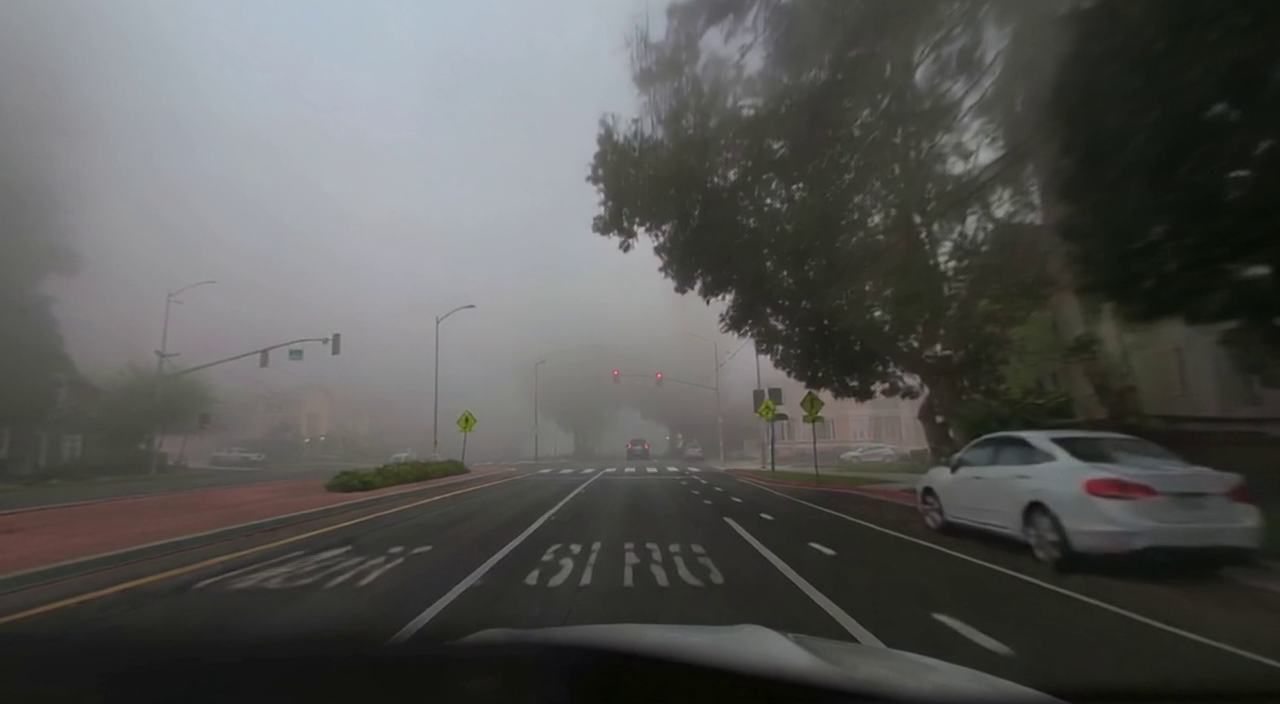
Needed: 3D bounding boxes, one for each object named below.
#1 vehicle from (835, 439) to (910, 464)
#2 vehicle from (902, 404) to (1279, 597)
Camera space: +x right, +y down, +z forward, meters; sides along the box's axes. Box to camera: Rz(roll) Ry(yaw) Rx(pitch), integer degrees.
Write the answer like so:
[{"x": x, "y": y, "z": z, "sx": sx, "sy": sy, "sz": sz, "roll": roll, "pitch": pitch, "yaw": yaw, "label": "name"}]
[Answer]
[{"x": 16.823, "y": 7.214, "z": 45.803, "sx": 4.561, "sy": 1.723, "sz": 2.030, "roll": 0, "pitch": -9, "yaw": -5, "label": "vehicle"}, {"x": 5.510, "y": 1.738, "z": 8.208, "sx": 2.070, "sy": 1.710, "sz": 4.964, "roll": 0, "pitch": -9, "yaw": 0, "label": "vehicle"}]
